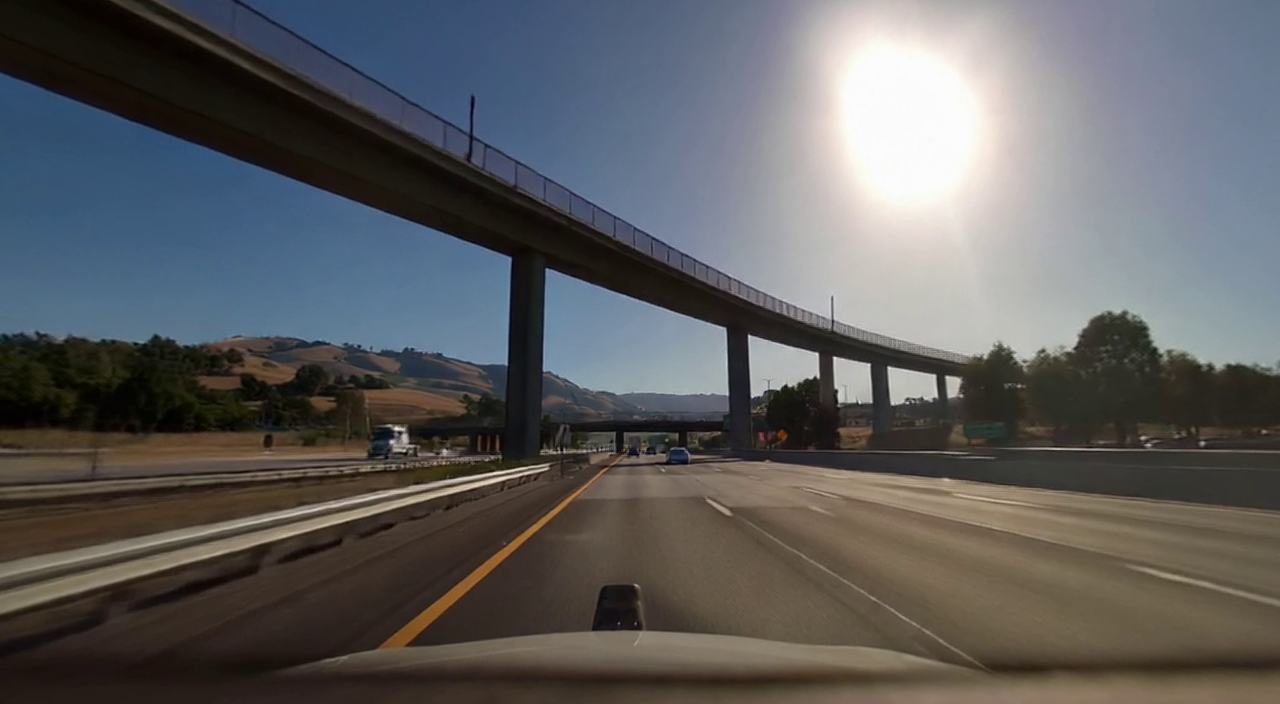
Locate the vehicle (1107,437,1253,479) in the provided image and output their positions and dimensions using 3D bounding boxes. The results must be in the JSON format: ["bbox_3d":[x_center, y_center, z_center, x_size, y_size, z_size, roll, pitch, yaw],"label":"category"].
[{"bbox_3d":[21.162,4.179,25.071,1.885,1.510,4.372,0,-9,0],"label":"vehicle"}]

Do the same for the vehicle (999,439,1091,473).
[{"bbox_3d":[20.932,5.396,32.888,1.924,1.594,4.293,-1,-8,0],"label":"vehicle"}]
